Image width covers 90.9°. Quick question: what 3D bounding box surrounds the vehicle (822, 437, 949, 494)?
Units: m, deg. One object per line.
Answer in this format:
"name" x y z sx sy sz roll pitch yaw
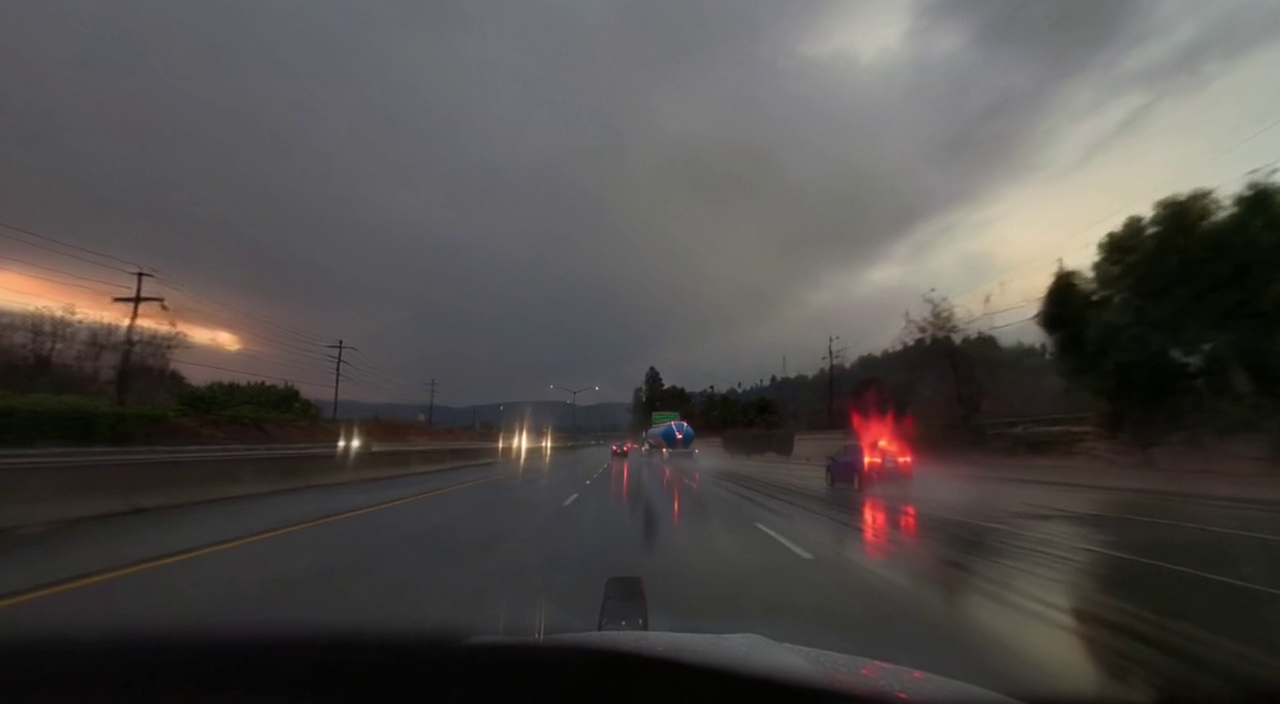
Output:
"vehicle" 7.176 3.352 19.045 1.905 1.480 4.624 0 -8 -1
